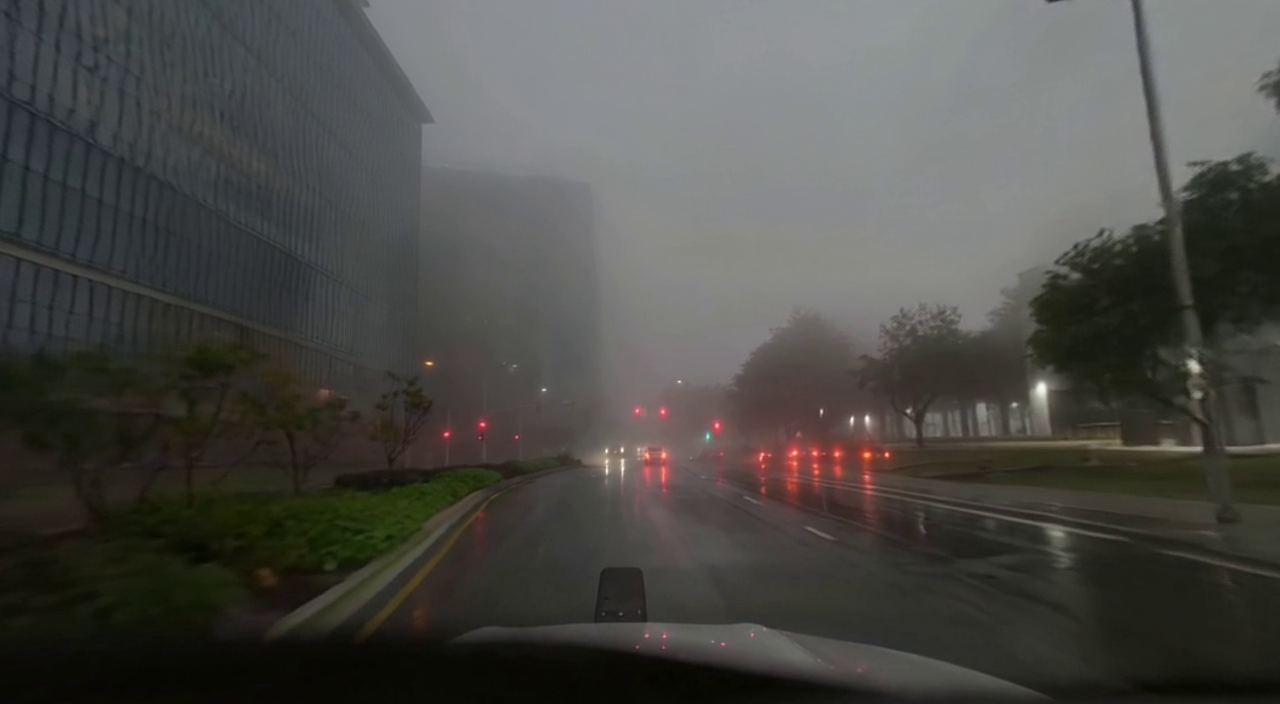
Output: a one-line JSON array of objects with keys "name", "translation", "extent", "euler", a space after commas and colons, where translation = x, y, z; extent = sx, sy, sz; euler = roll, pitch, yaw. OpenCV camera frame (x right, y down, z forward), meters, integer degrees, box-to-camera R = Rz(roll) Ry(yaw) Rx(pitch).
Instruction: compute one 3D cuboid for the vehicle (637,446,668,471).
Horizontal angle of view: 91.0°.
[{"name": "vehicle", "translation": [0.916, 7.720, 45.917], "extent": [2.092, 1.660, 4.319], "euler": [0, -8, 1]}]
